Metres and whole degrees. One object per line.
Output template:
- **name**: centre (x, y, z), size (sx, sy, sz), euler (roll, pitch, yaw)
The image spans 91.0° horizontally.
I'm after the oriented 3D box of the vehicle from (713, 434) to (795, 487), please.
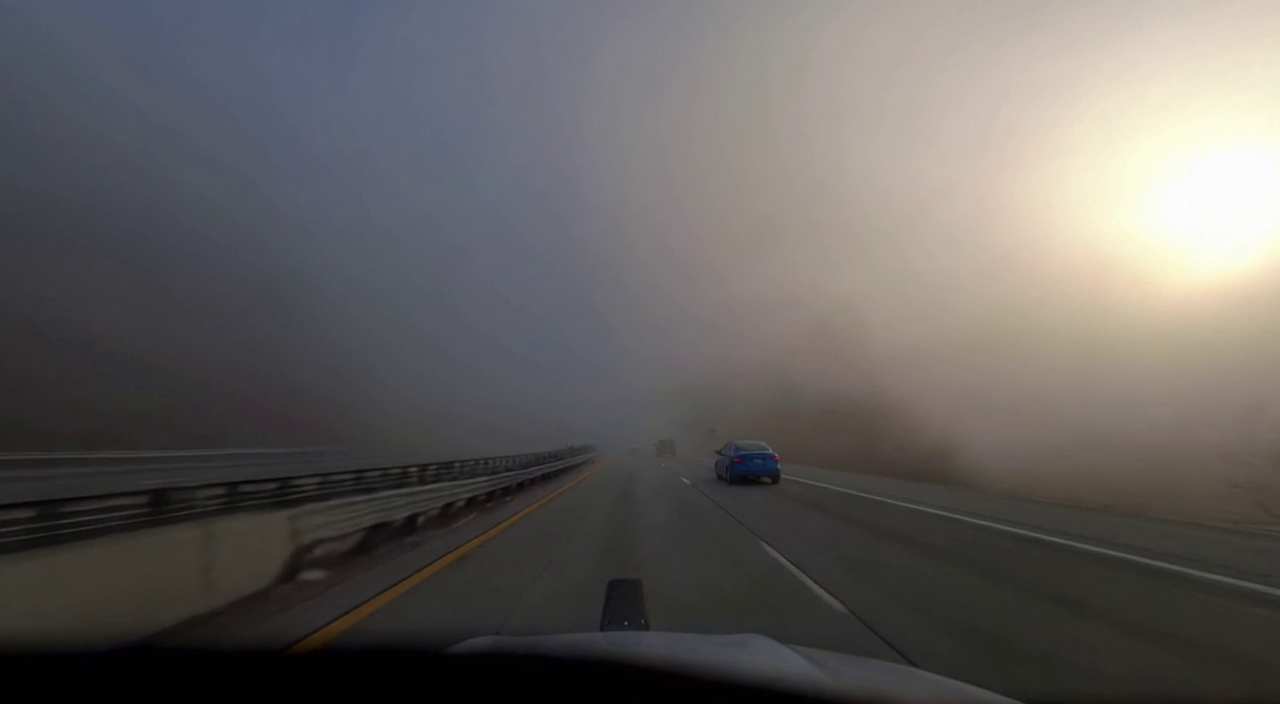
- **vehicle**: centre (3.557, 3.466, 20.365), size (1.945, 1.538, 3.729), euler (0, -8, 0)
